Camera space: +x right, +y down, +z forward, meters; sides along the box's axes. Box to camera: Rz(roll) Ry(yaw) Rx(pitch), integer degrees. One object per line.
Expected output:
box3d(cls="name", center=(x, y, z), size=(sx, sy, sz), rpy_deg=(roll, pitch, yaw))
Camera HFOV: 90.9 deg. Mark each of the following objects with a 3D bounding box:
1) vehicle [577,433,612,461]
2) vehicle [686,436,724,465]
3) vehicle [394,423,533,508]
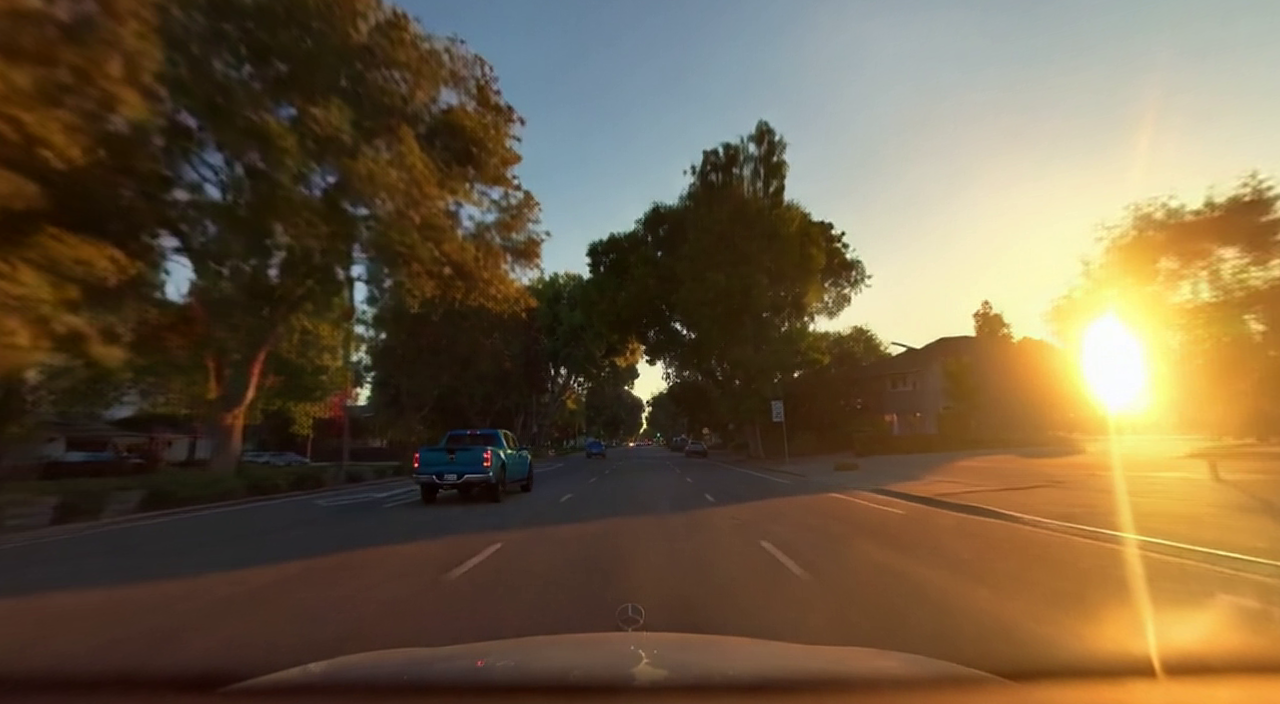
box3d(cls="vehicle", center=(-3.428, 7.249, 48.214), size=(2.230, 1.987, 4.385), rpy_deg=(0, -8, 2))
box3d(cls="vehicle", center=(4.089, 6.237, 40.028), size=(2.016, 1.736, 4.356), rpy_deg=(0, -8, 1))
box3d(cls="vehicle", center=(-4.080, 2.713, 15.522), size=(2.002, 1.747, 4.728), rpy_deg=(0, -8, 0))
